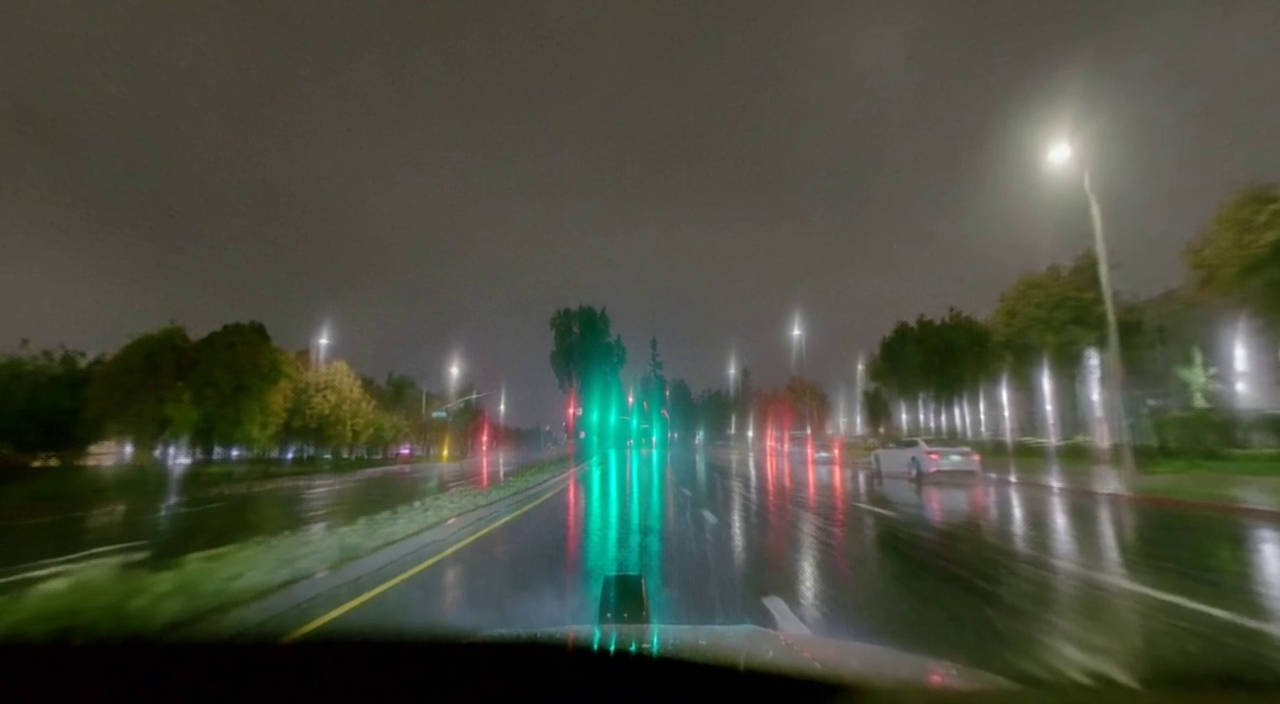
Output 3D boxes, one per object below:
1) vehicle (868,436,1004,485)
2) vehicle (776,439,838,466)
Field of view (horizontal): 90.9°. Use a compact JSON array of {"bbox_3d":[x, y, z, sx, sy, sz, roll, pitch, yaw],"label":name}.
[{"bbox_3d":[10.321,3.827,22.656,2.109,1.533,5.664,0,-8,-1],"label":"vehicle"},{"bbox_3d":[10.336,6.241,39.392,2.034,1.551,5.228,1,-8,-5],"label":"vehicle"}]
